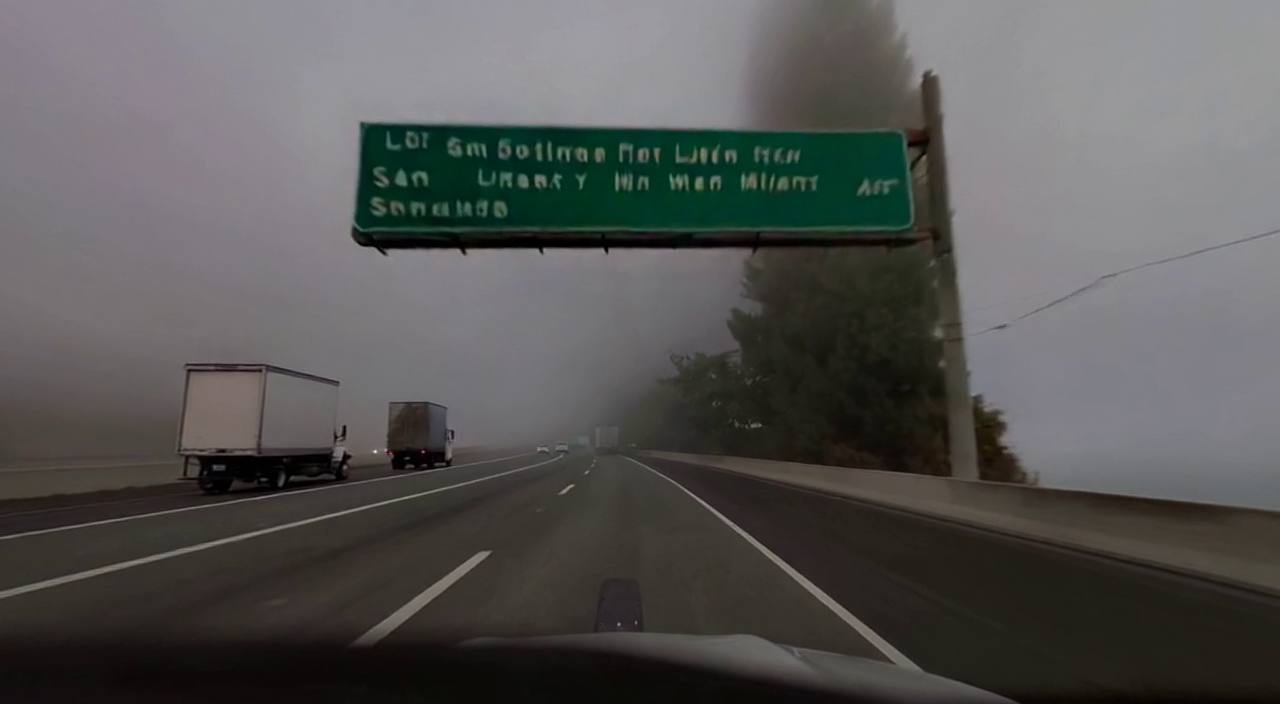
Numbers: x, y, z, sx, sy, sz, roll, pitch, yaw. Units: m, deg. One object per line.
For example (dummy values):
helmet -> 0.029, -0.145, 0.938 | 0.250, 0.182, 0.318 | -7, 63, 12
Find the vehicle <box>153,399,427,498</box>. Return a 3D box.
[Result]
vehicle -> -12.012, 3.716, 24.622 | 3.270, 2.674, 14.547 | 0, -8, -3
